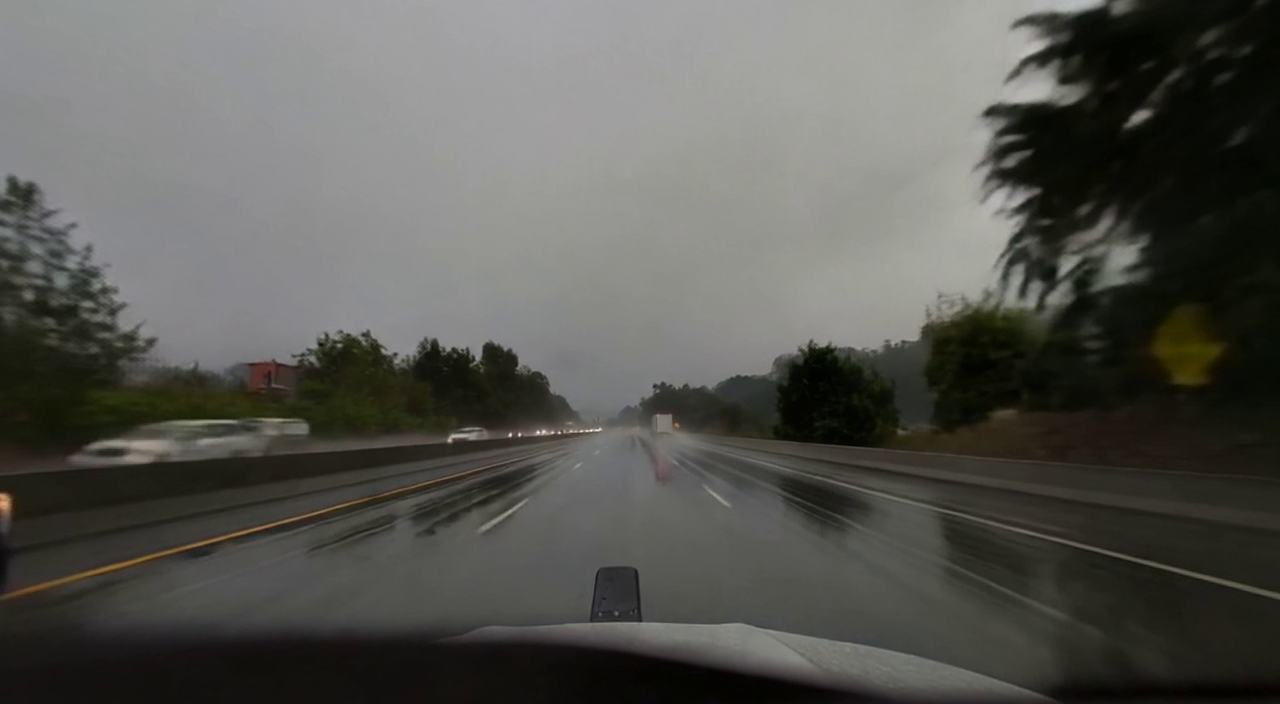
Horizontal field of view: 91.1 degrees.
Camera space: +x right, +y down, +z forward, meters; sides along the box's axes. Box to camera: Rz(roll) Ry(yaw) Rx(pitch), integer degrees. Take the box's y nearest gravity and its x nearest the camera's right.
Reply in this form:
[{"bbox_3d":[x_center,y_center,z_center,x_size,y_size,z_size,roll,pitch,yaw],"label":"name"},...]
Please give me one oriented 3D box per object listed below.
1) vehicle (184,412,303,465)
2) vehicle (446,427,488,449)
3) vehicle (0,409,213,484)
[{"bbox_3d":[-21.781,4.809,35.021,2.214,2.624,6.869,0,-8,-1],"label":"vehicle"},{"bbox_3d":[-13.222,6.607,48.255,1.968,1.561,4.517,0,-8,0],"label":"vehicle"},{"bbox_3d":[-14.265,2.505,17.022,2.091,1.734,4.809,0,-8,-2],"label":"vehicle"}]
